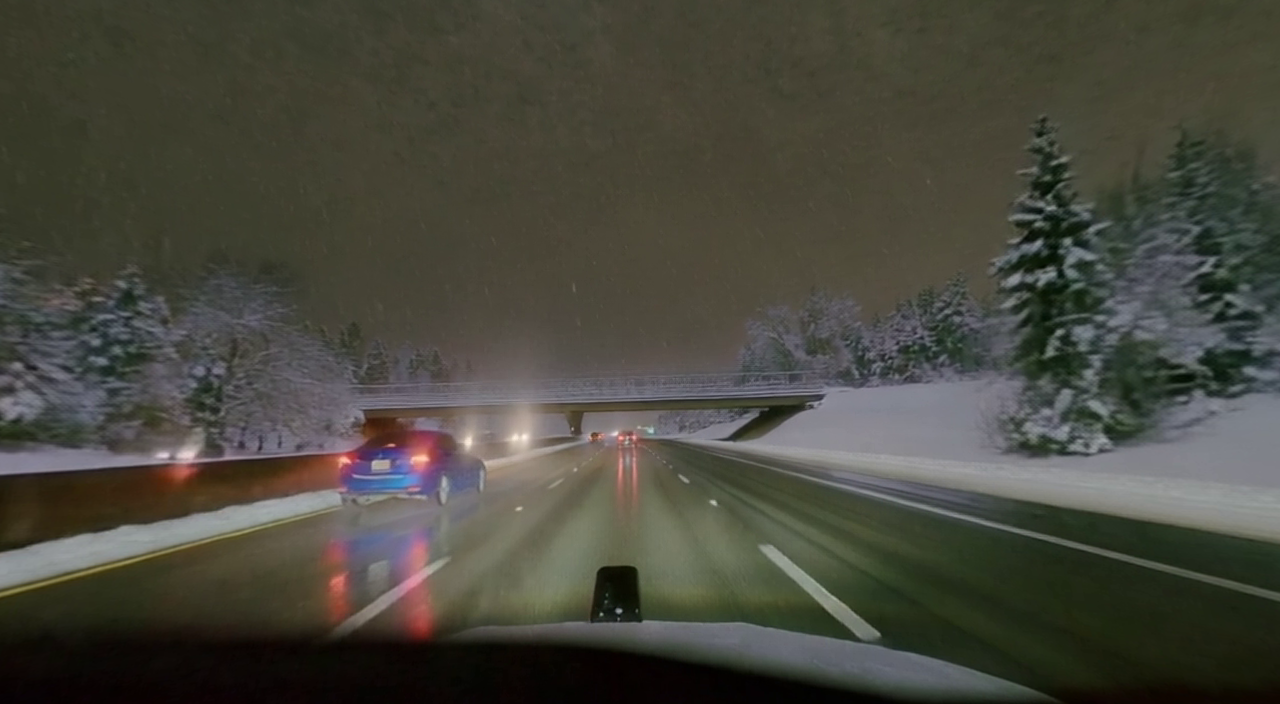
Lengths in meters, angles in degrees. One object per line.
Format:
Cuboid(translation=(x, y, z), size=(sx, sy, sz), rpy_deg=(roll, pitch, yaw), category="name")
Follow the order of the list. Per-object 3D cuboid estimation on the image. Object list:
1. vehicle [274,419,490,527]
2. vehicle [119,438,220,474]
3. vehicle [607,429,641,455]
Cuboid(translation=(-4.275, 2.052, 11.394), size=(2.017, 1.537, 4.496), rpy_deg=(0, -8, 0), category="vehicle")
Cuboid(translation=(-28.346, 6.242, 38.161), size=(2.072, 1.947, 5.220), rpy_deg=(0, -8, 0), category="vehicle")
Cuboid(translation=(-1.026, 5.890, 41.299), size=(2.116, 1.625, 4.004), rpy_deg=(0, -8, 0), category="vehicle")
